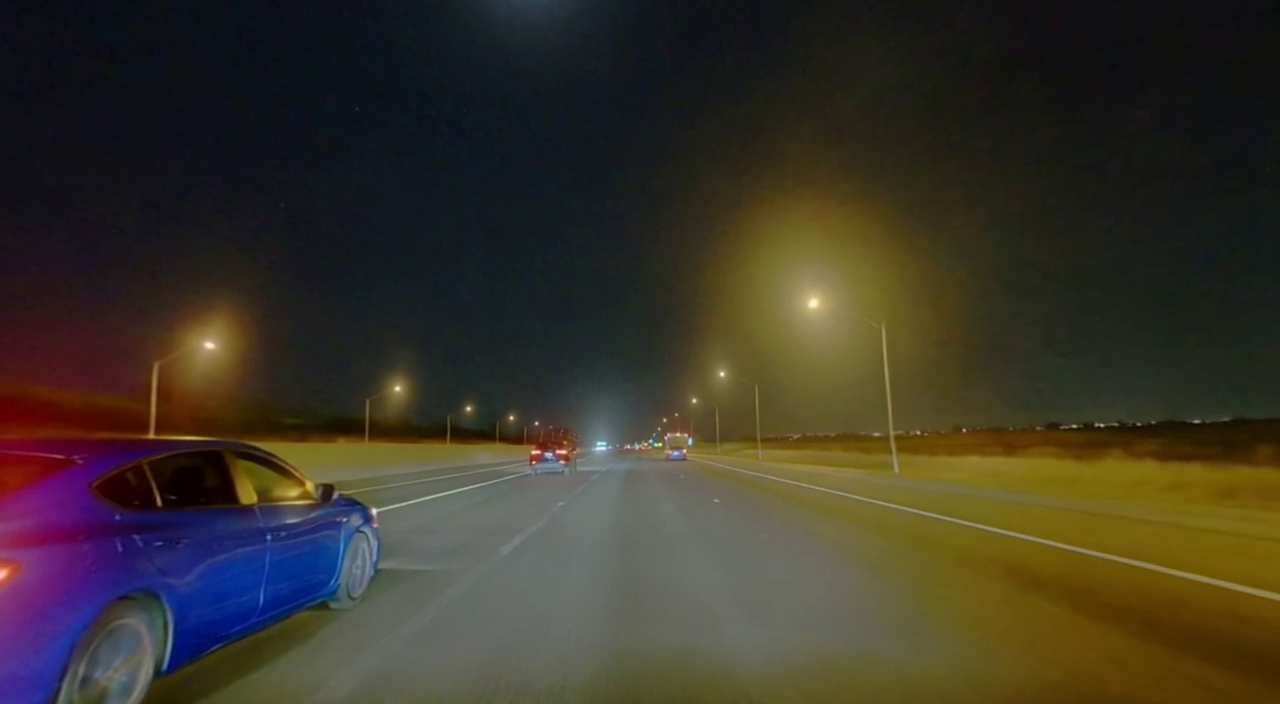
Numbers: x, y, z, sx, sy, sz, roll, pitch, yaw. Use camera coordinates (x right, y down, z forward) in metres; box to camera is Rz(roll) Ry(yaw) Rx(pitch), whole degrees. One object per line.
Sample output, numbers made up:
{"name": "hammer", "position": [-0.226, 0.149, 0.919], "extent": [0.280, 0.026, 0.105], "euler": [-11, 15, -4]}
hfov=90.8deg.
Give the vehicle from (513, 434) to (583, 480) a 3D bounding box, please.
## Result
{"name": "vehicle", "position": [-3.790, 4.453, 27.144], "extent": [2.205, 1.773, 5.124], "euler": [0, -8, 0]}
